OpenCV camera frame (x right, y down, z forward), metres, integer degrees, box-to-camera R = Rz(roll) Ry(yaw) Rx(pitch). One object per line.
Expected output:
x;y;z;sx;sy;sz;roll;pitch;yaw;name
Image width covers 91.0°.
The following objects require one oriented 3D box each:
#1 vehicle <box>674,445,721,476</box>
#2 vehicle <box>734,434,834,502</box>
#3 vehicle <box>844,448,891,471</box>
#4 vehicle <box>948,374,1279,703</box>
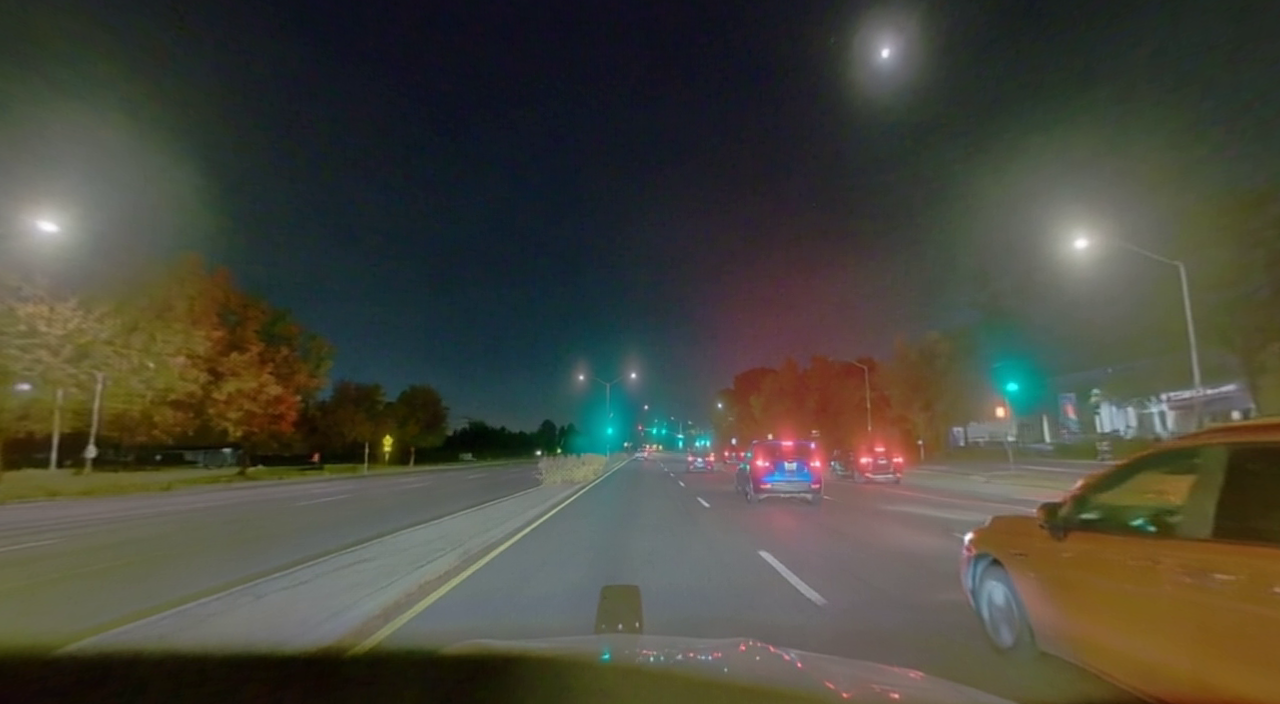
2.918;5.586;32.808;1.980;1.484;4.093;0;-8;-1;vehicle
3.944;3.229;17.972;2.075;1.698;4.142;0;-8;3;vehicle
15.936;7.535;44.272;1.815;1.493;4.135;0;-8;1;vehicle
3.189;0.823;1.929;1.932;1.547;4.992;0;-8;0;vehicle
